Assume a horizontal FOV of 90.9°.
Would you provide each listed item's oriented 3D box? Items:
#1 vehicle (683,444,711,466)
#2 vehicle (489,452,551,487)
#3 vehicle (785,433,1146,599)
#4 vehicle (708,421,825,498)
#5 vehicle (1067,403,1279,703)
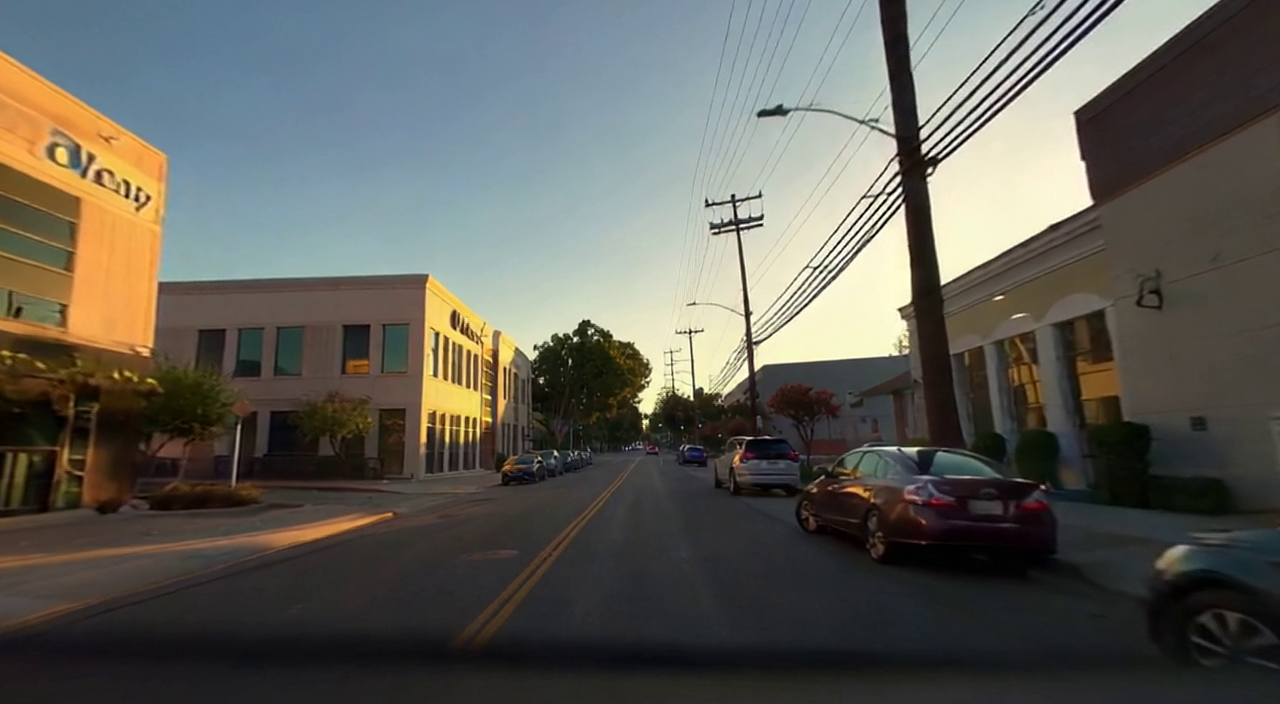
[{"bbox_3d":[4.357,7.921,48.870,1.948,1.607,4.873,-1,-8,3],"label":"vehicle"},{"bbox_3d":[-5.696,5.626,30.572,1.982,1.453,4.577,0,-8,1],"label":"vehicle"},{"bbox_3d":[3.593,1.867,8.294,2.060,1.513,4.741,0,-8,-3],"label":"vehicle"},{"bbox_3d":[3.816,3.401,20.456,2.485,2.123,6.029,0,-8,-1],"label":"vehicle"},{"bbox_3d":[3.688,0.817,1.440,1.961,1.546,4.857,0,-8,-1],"label":"vehicle"}]
